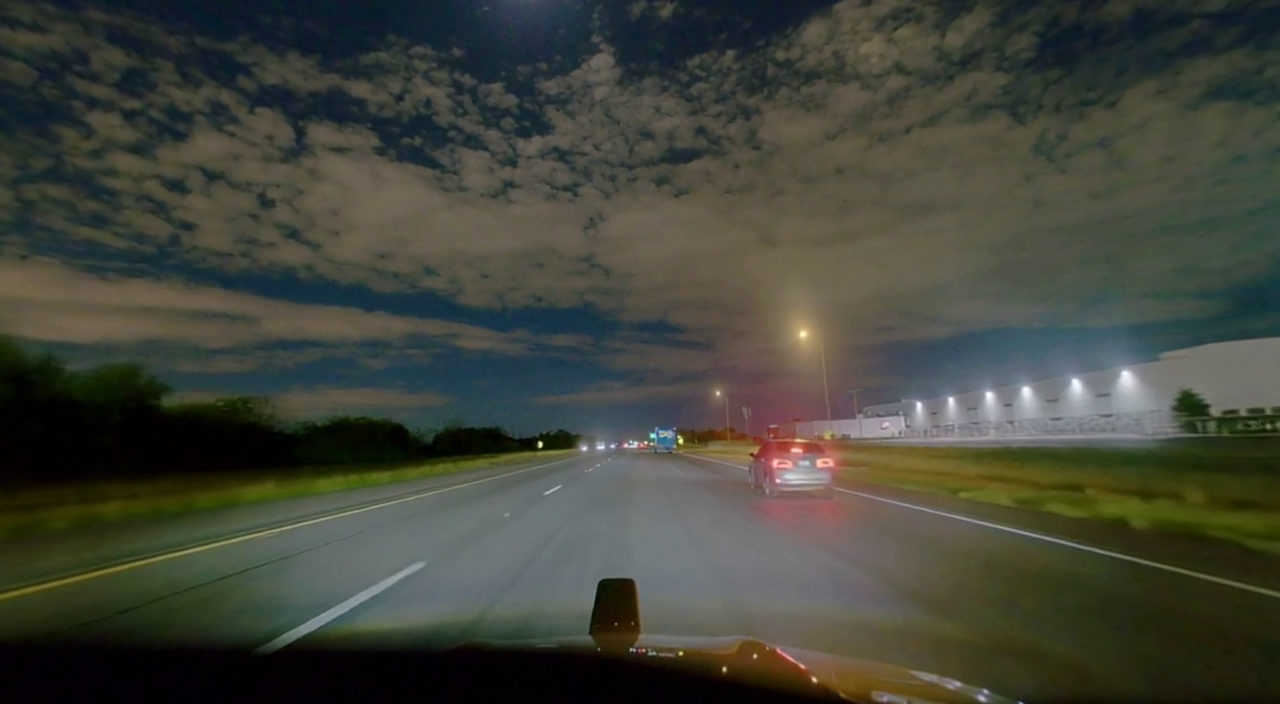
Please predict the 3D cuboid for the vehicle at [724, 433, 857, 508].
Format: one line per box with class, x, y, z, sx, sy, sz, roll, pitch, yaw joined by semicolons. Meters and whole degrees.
vehicle;3.308;2.673;14.737;2.048;1.482;3.956;0;-8;-1
